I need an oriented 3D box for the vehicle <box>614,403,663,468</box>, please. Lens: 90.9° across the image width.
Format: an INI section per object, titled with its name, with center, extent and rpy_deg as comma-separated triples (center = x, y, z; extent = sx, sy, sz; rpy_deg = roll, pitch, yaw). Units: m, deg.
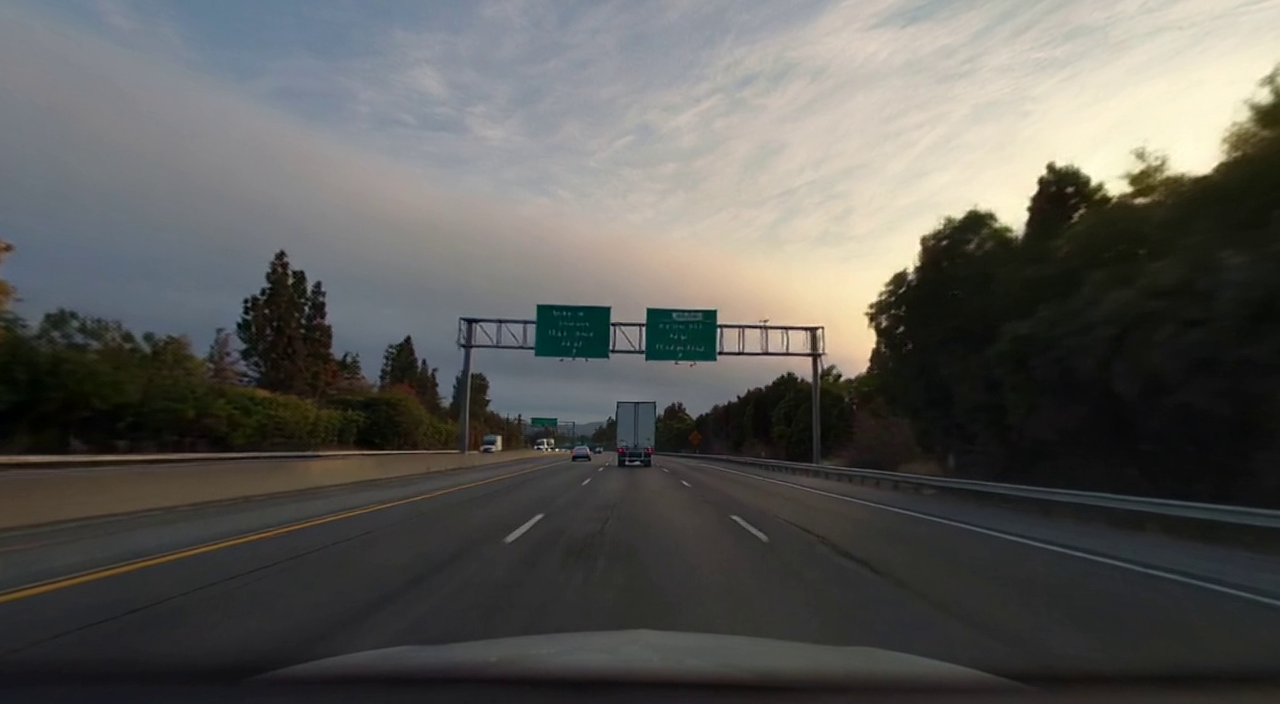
[vehicle]
center = -0.265, 5.869, 43.541
extent = 2.962, 3.953, 10.696
rpy_deg = 0, -9, -2
